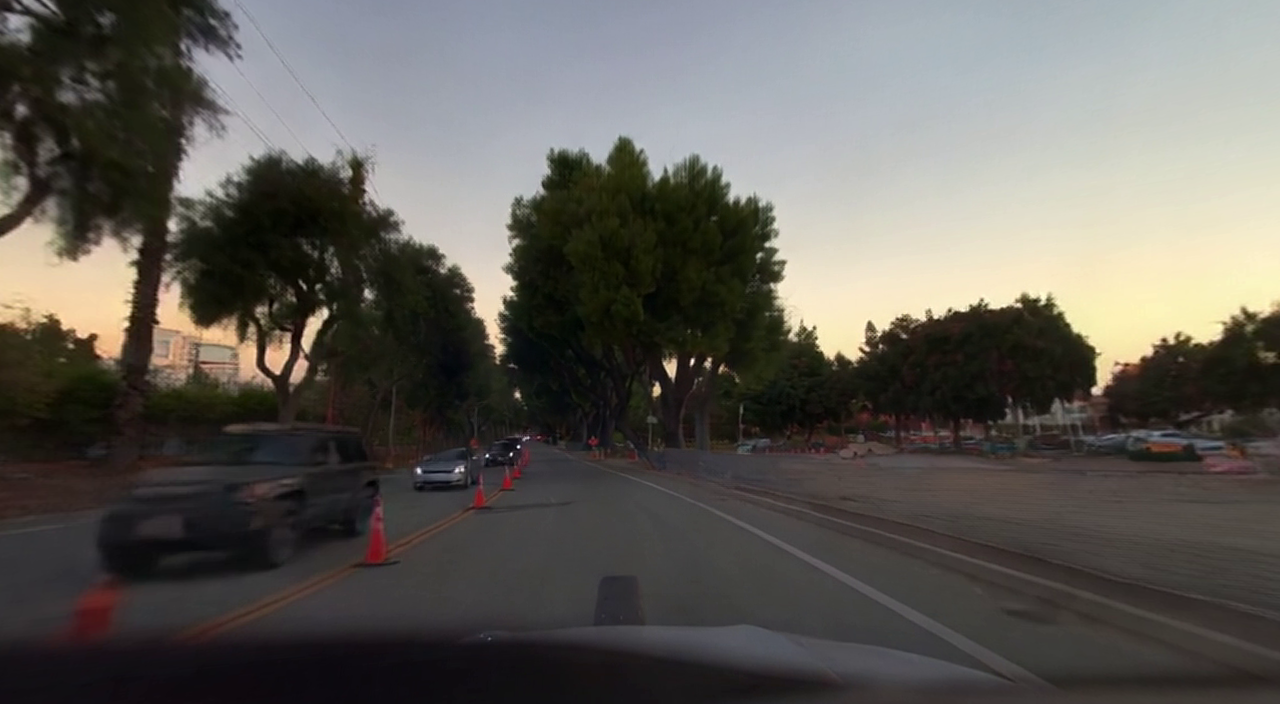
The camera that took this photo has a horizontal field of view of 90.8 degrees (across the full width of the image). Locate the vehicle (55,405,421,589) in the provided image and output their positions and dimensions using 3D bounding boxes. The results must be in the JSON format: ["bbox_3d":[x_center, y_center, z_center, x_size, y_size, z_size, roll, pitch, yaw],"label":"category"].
[{"bbox_3d":[-4.972,1.837,8.884,2.193,1.885,4.474,0,-8,-1],"label":"vehicle"}]

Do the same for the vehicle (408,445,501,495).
[{"bbox_3d":[-5.908,3.773,20.646,1.975,1.415,4.194,0,-8,-3],"label":"vehicle"}]
